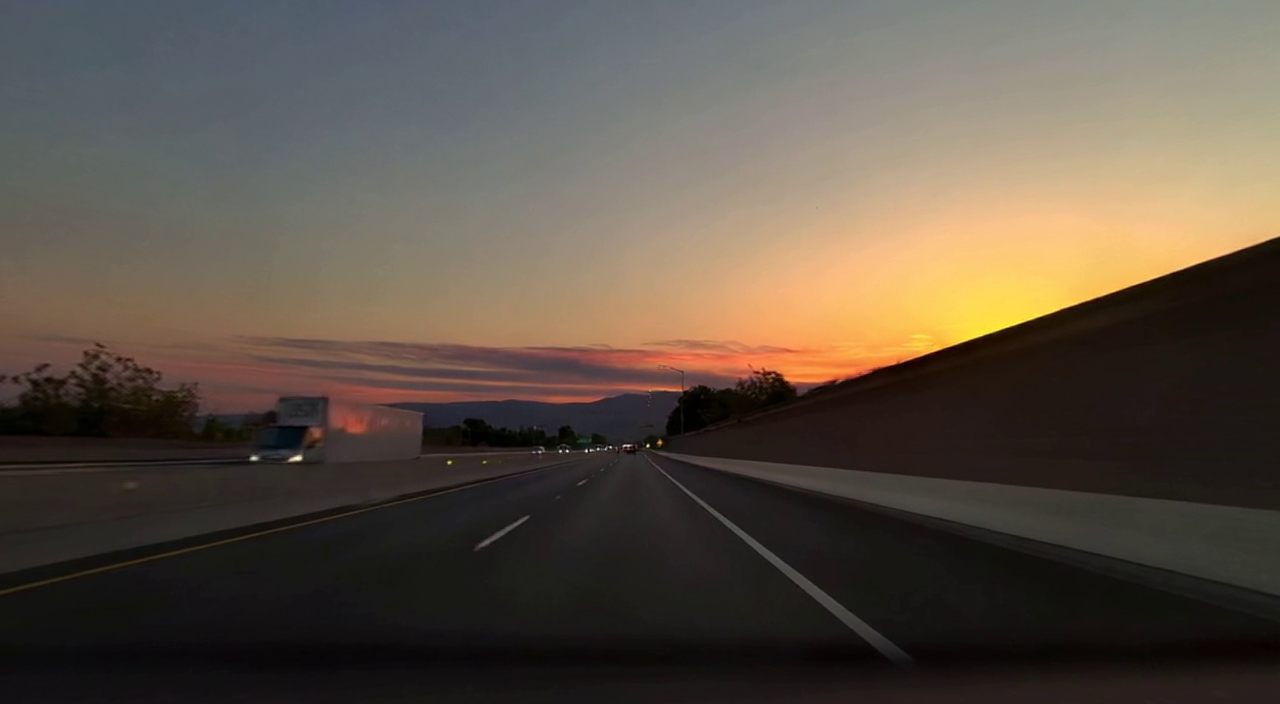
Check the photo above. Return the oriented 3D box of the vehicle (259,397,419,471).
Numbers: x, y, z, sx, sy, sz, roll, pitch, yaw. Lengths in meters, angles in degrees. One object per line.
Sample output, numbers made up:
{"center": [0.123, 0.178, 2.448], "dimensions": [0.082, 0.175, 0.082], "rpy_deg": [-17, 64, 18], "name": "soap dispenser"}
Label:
{"center": [-17.406, 5.168, 38.340], "dimensions": [2.816, 3.631, 14.591], "rpy_deg": [0, -9, -1], "name": "vehicle"}
